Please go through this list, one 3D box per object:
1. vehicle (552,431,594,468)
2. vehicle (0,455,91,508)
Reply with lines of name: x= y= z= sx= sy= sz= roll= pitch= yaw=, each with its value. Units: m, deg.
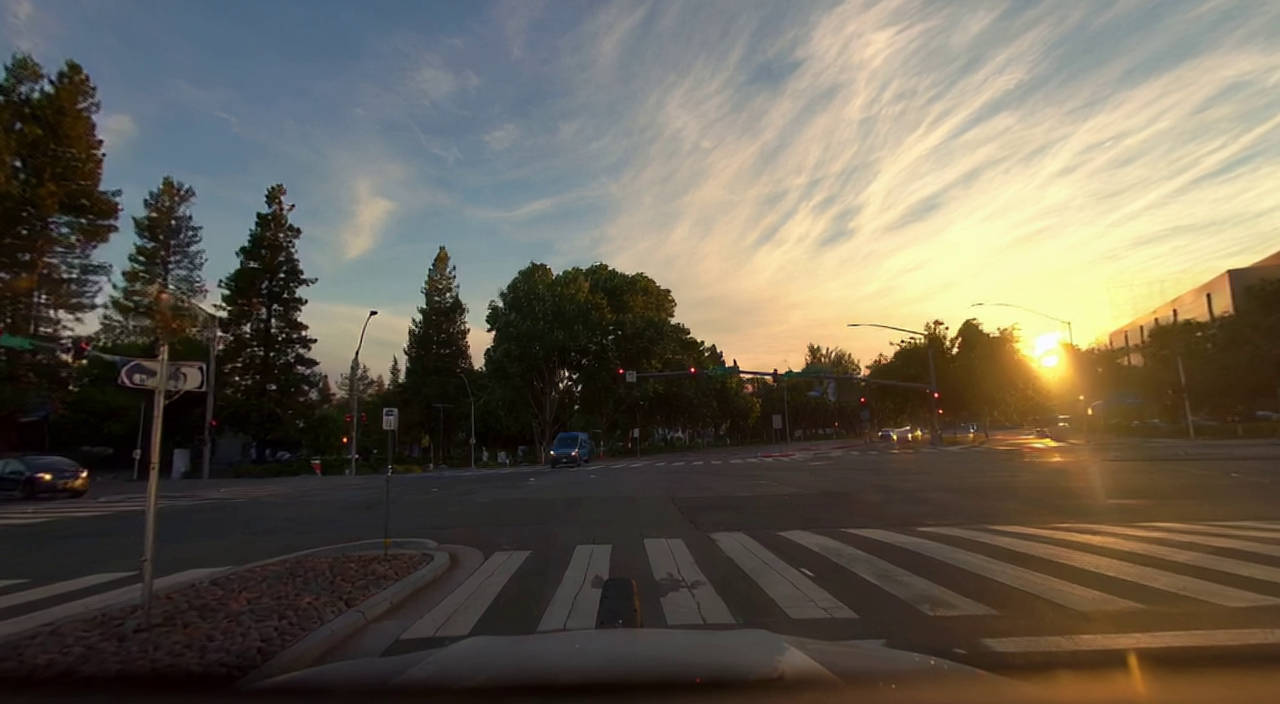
vehicle: x=-4.614 y=6.899 z=44.688 sx=2.465 sy=2.404 sz=5.791 roll=0 pitch=-8 yaw=-1
vehicle: x=-32.659 y=6.731 z=33.261 sx=5.861 sy=2.543 sz=2.529 roll=-2 pitch=-9 yaw=14
